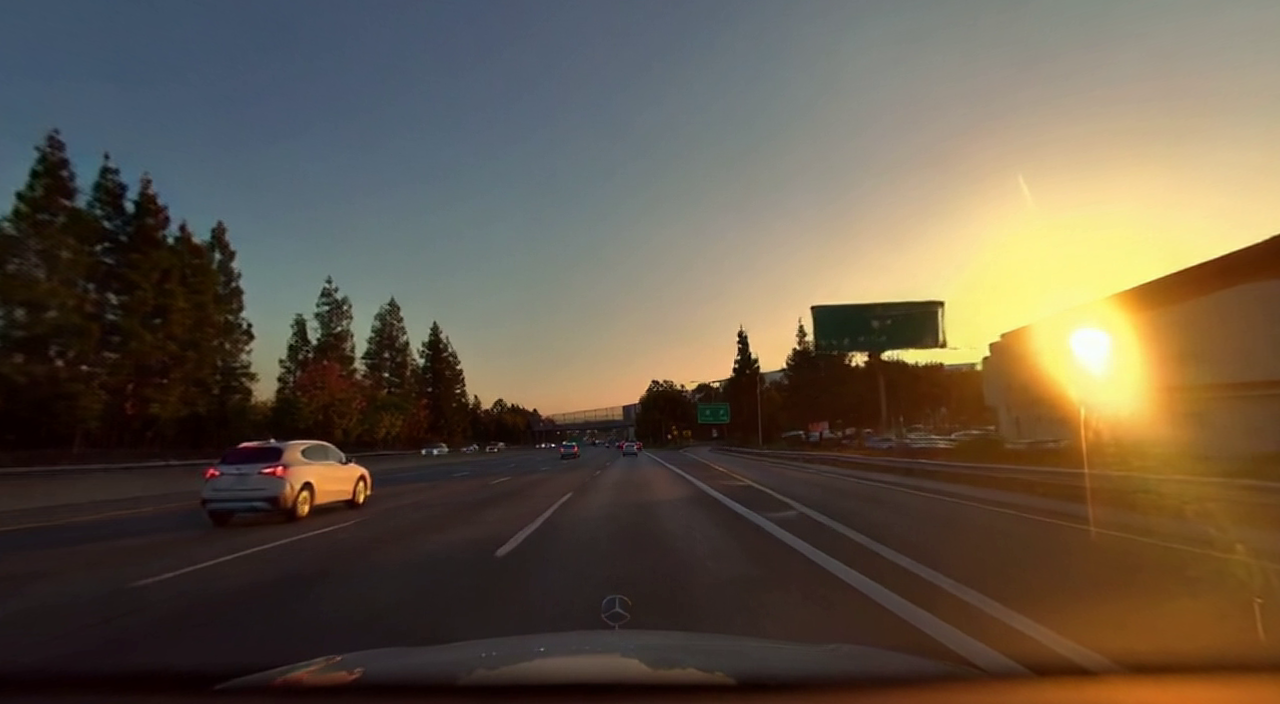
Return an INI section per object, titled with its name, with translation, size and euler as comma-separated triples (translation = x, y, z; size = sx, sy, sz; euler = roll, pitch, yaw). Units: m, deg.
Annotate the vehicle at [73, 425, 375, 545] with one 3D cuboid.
[vehicle]
translation = -6.693, 2.173, 11.065
size = 2.016, 1.606, 4.806
euler = 0, -9, 0
